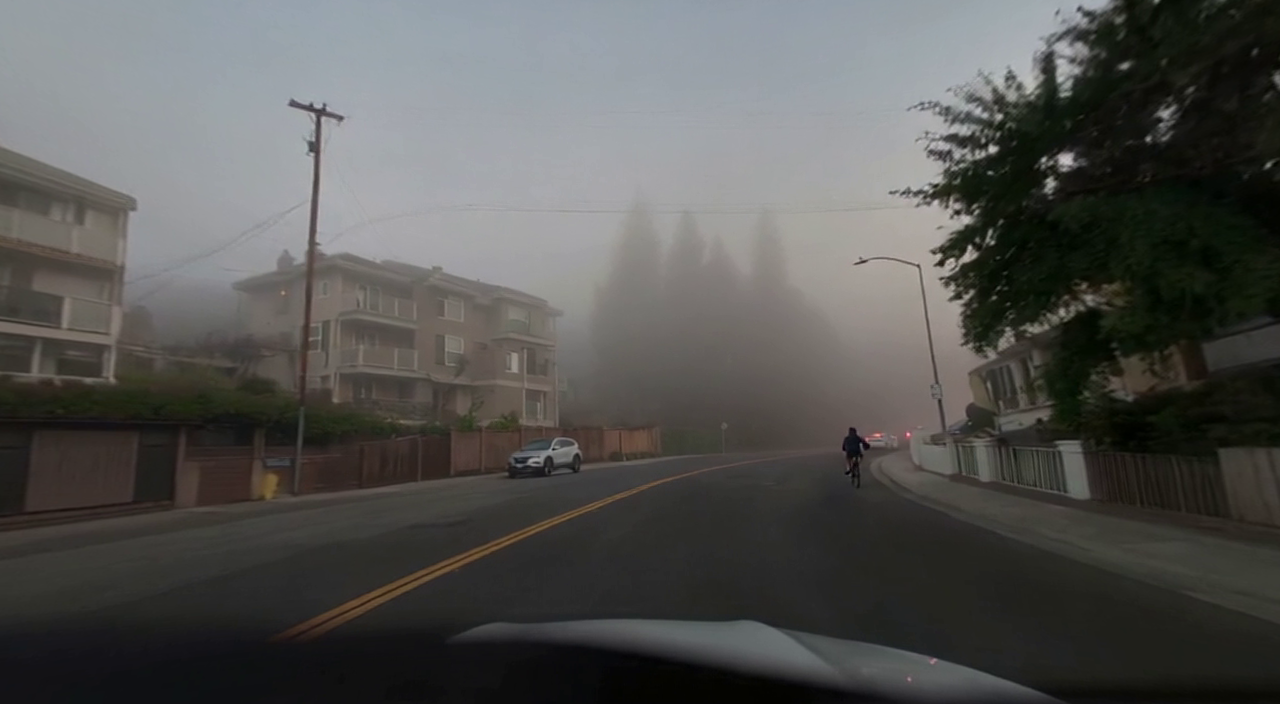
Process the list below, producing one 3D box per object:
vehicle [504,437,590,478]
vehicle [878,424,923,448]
[{"bbox_3d":[-3.982,4.623,27.914,1.937,1.670,4.391,-3,-9,19],"label":"vehicle"},{"bbox_3d":[19.718,6.411,47.750,2.105,1.705,4.392,-6,-11,35],"label":"vehicle"}]
